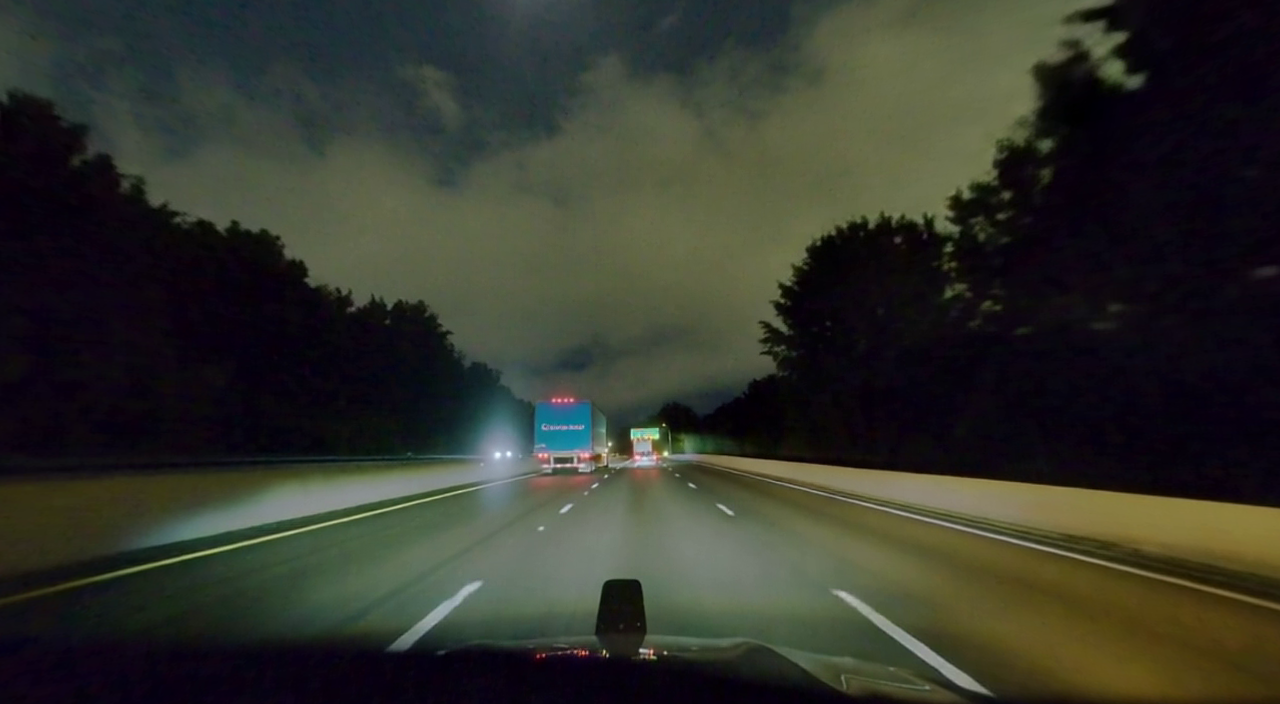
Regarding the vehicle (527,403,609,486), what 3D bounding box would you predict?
[{"bbox_3d":[-2.920,4.063,27.588,2.695,3.151,6.885,0,-9,0],"label":"vehicle"}]
